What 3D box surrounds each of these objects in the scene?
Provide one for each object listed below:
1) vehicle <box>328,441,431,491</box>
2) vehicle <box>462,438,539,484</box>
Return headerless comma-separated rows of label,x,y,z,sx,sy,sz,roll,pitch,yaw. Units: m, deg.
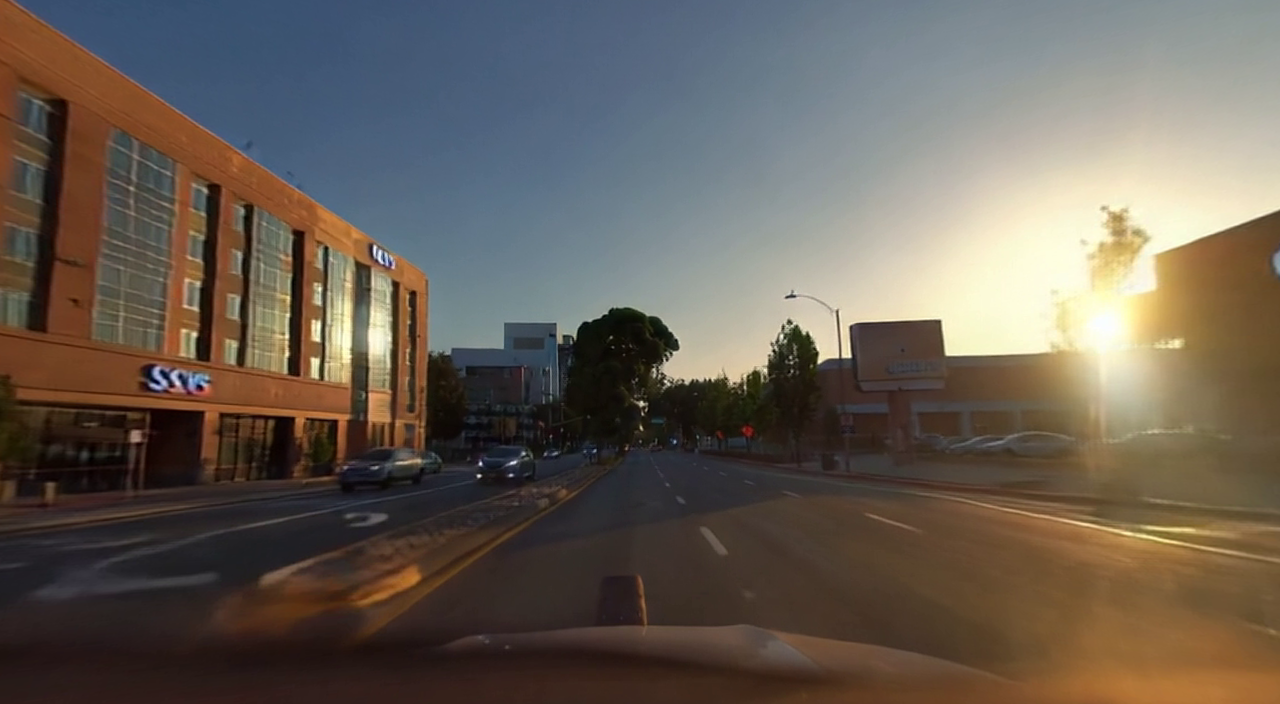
vehicle,-9.711,4.273,23.959,1.954,1.694,4.310,0,-9,1
vehicle,-5.715,4.533,26.460,2.129,1.748,4.555,0,-9,1
